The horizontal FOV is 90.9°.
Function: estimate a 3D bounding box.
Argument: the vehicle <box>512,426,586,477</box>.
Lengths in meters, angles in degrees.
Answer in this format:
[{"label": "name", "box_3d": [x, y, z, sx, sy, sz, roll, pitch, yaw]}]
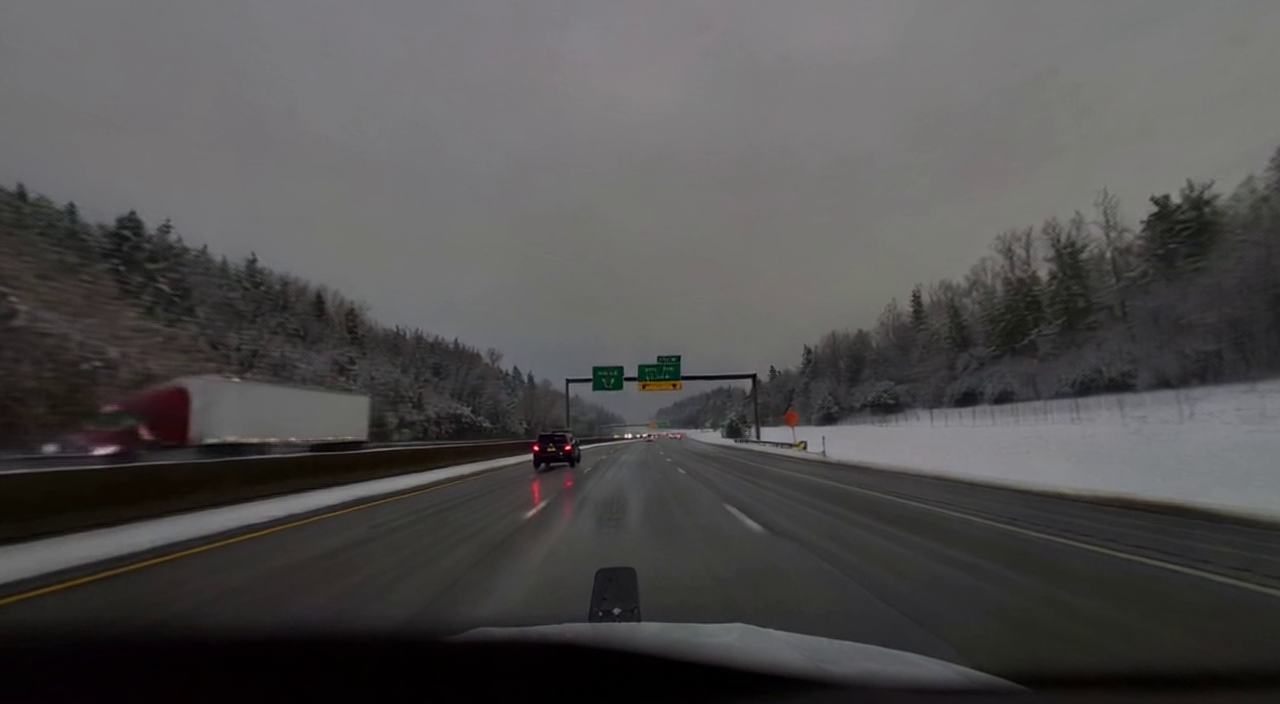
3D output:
[{"label": "vehicle", "box_3d": [-3.174, 3.559, 22.830, 2.084, 1.654, 4.080, 0, -8, 0]}]

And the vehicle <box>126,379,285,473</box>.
[{"label": "vehicle", "box_3d": [-20.728, 3.643, 30.679, 3.131, 4.064, 6.177, 0, -8, 0]}]
